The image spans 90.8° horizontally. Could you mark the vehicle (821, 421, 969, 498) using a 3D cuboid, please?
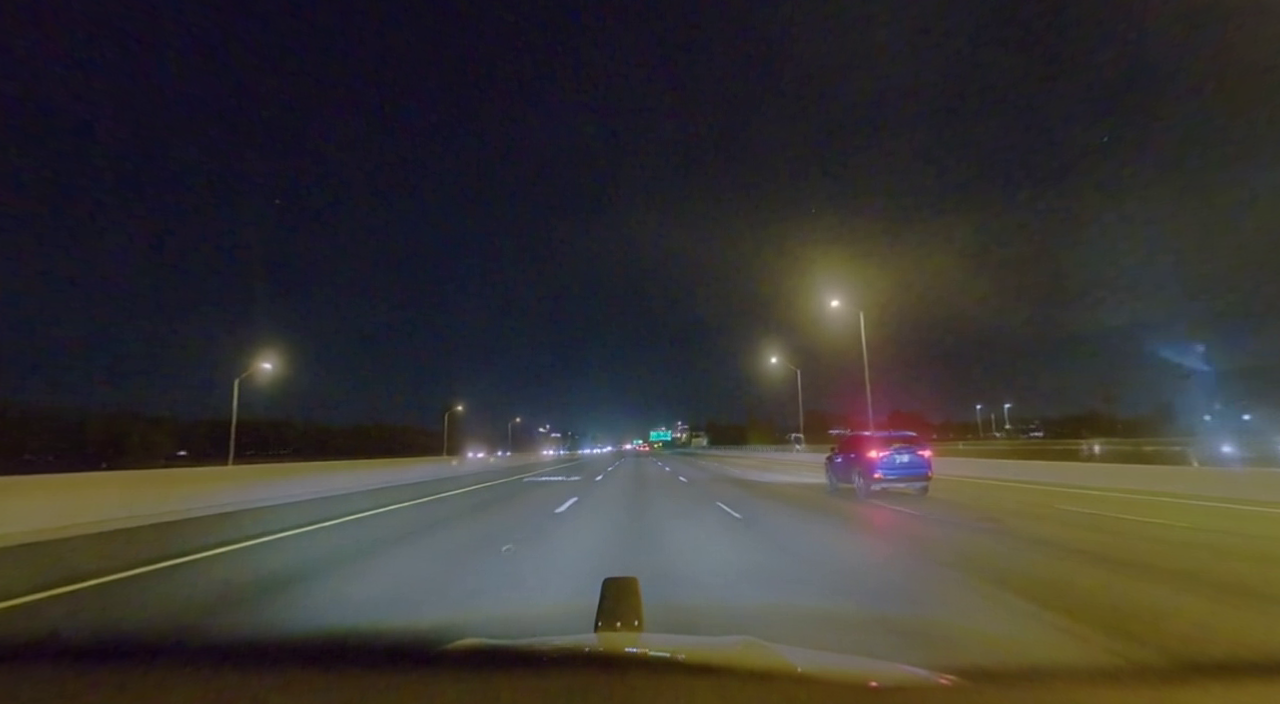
[{"bbox_3d":[7.095,3.059,18.251,2.222,1.899,4.595,0,-9,-1],"label":"vehicle"}]
